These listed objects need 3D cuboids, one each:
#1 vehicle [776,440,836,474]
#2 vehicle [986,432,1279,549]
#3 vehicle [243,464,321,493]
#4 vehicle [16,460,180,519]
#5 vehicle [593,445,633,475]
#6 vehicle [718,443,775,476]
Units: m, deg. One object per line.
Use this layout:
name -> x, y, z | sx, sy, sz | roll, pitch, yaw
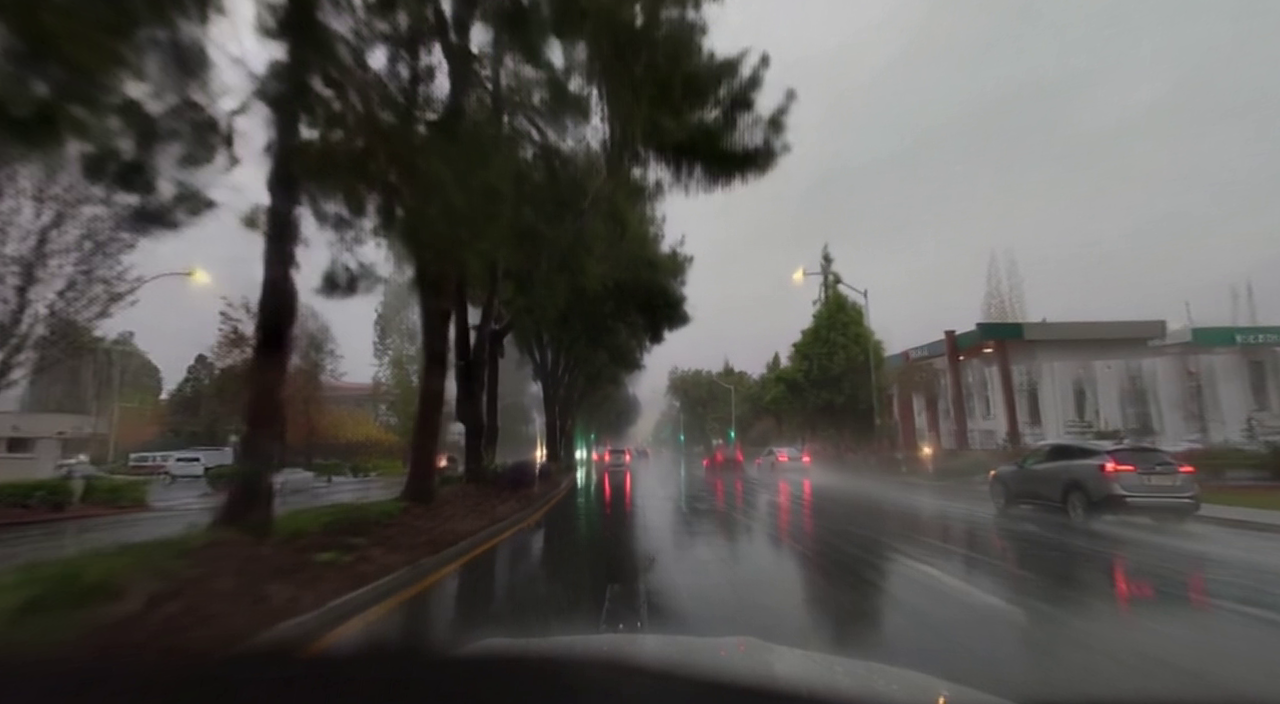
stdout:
vehicle -> 8.698, 5.513, 33.437 | 1.945, 1.687, 4.292 | 0, -8, -1
vehicle -> 8.061, 2.144, 10.602 | 1.888, 1.508, 4.646 | 0, -8, 1
vehicle -> -19.313, 6.823, 34.304 | 1.769, 1.344, 3.947 | -1, -8, 2
vehicle -> -19.188, 4.850, 22.728 | 2.013, 1.655, 4.604 | -2, -8, -3
vehicle -> -1.461, 5.874, 34.632 | 2.077, 1.477, 3.897 | 0, -8, -2
vehicle -> 5.002, 5.088, 30.169 | 2.020, 1.472, 3.958 | 0, -8, 0
